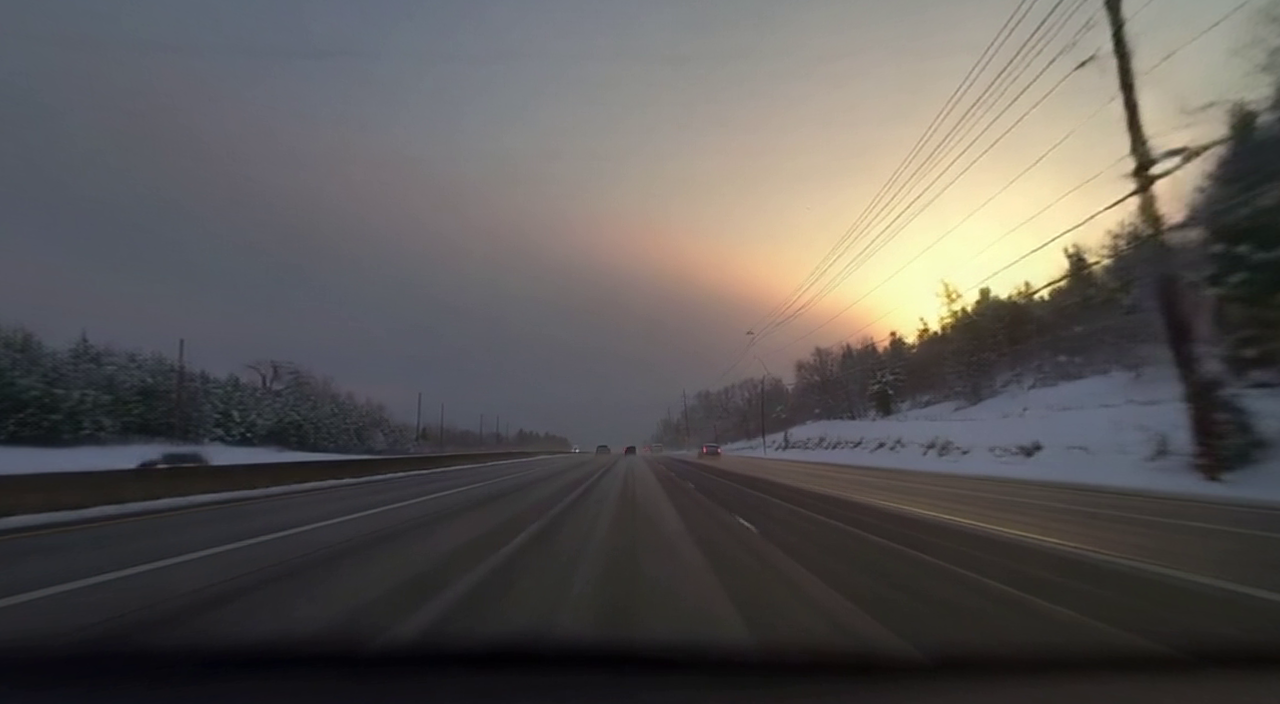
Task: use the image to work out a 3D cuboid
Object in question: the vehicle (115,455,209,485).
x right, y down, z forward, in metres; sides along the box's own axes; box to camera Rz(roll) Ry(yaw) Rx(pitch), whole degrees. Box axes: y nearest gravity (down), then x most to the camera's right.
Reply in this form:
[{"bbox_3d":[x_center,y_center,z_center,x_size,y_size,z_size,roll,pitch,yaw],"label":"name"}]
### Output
[{"bbox_3d":[-25.560,6.299,33.959,1.761,1.450,4.262,0,-9,-1],"label":"vehicle"}]
